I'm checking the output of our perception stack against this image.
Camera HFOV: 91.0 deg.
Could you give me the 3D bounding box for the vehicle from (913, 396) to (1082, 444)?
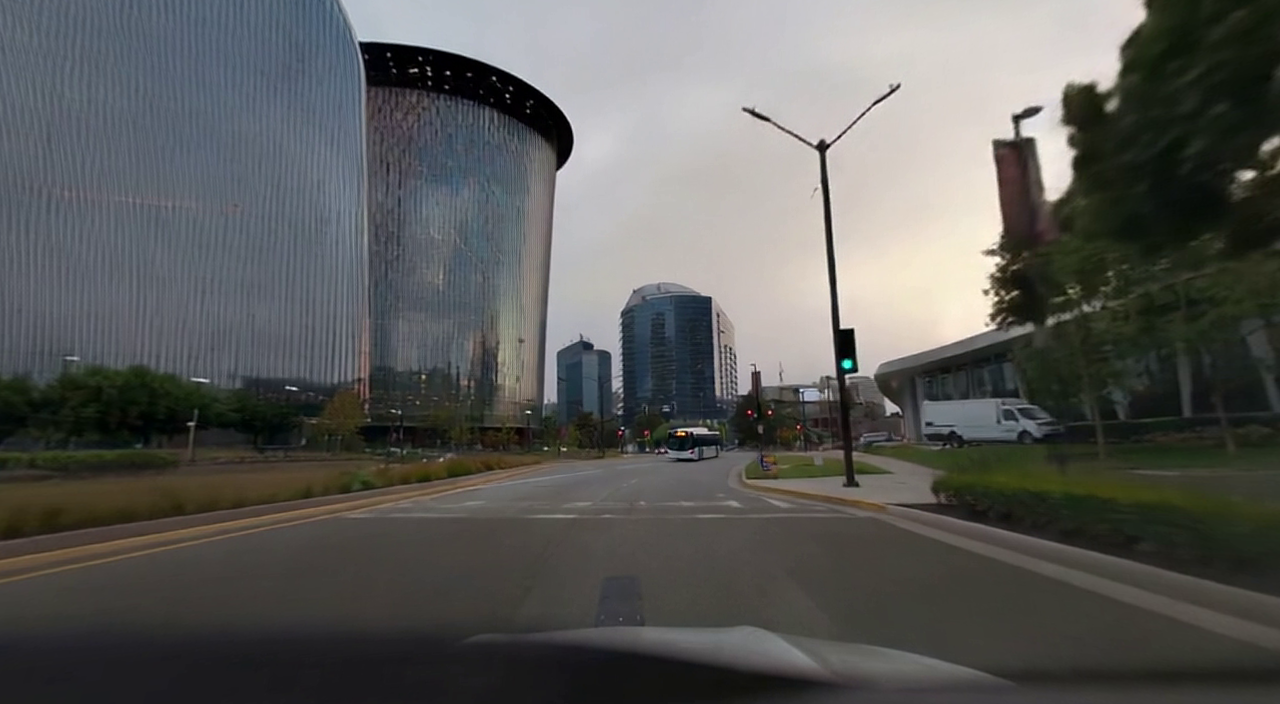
[{"bbox_3d":[15.024,2.923,26.865,5.745,1.902,2.244,-1,-9,10],"label":"vehicle"}]
